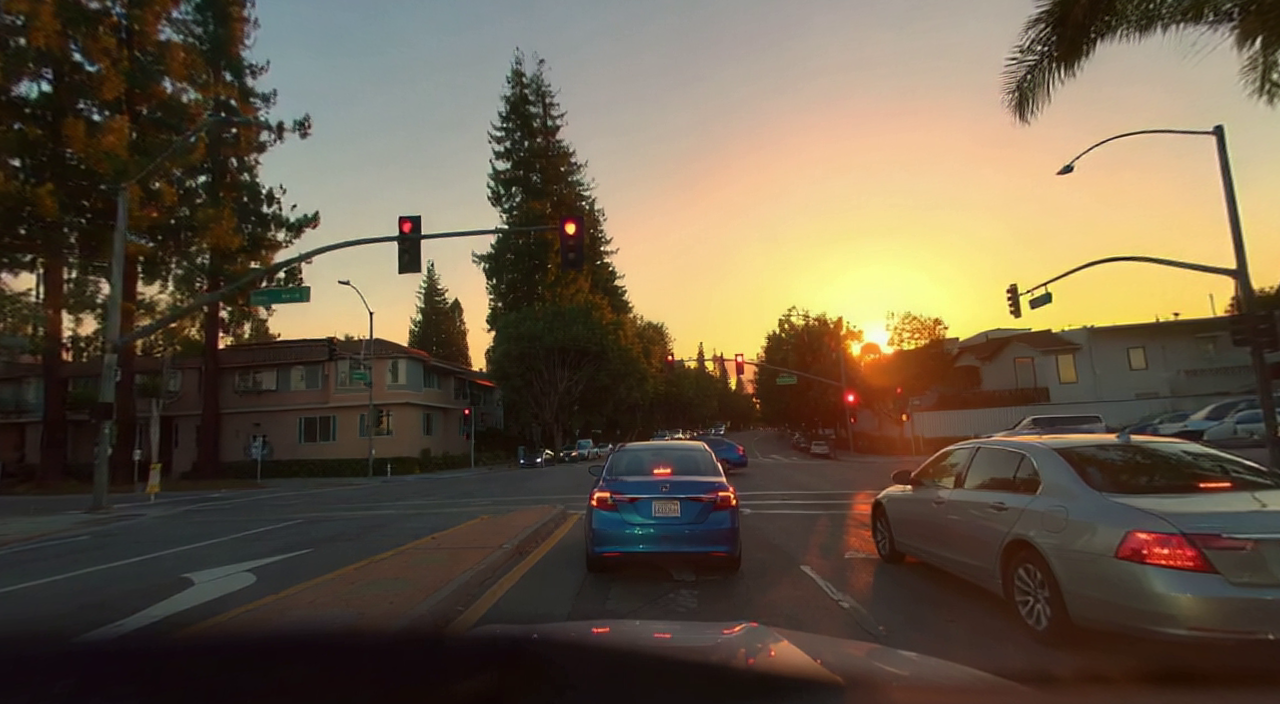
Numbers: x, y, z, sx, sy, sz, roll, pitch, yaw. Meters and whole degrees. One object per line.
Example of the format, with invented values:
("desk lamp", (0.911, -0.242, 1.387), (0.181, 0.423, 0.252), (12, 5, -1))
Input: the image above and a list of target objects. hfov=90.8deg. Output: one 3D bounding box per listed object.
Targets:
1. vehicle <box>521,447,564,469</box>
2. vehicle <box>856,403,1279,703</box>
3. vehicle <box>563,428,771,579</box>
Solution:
("vehicle", (-6.921, 7.583, 45.302), (2.093, 1.476, 4.278), (-1, -9, 4))
("vehicle", (3.658, 1.340, 5.441), (1.888, 1.486, 4.681), (0, -9, -1))
("vehicle", (0.305, 1.819, 8.319), (2.090, 1.505, 3.756), (-1, -9, 1))
